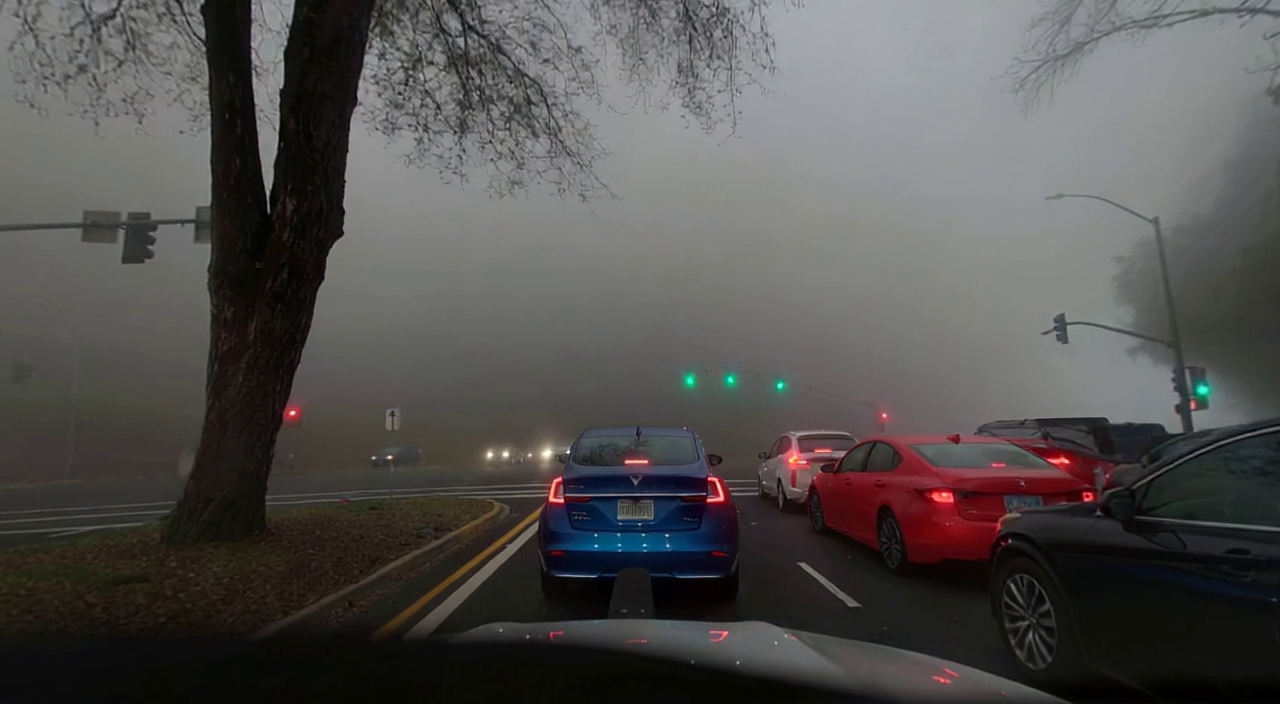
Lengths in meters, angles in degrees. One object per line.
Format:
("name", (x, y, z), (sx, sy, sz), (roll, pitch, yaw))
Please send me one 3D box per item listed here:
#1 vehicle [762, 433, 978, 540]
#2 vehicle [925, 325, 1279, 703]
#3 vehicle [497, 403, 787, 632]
("vehicle", (3.709, 2.258, 11.291), (2.054, 1.482, 4.654), (0, -9, -1))
("vehicle", (3.738, 0.929, 3.424), (2.162, 1.829, 4.519), (0, -9, -1))
("vehicle", (-0.004, 1.474, 6.495), (2.074, 1.631, 3.793), (0, -9, -1))
